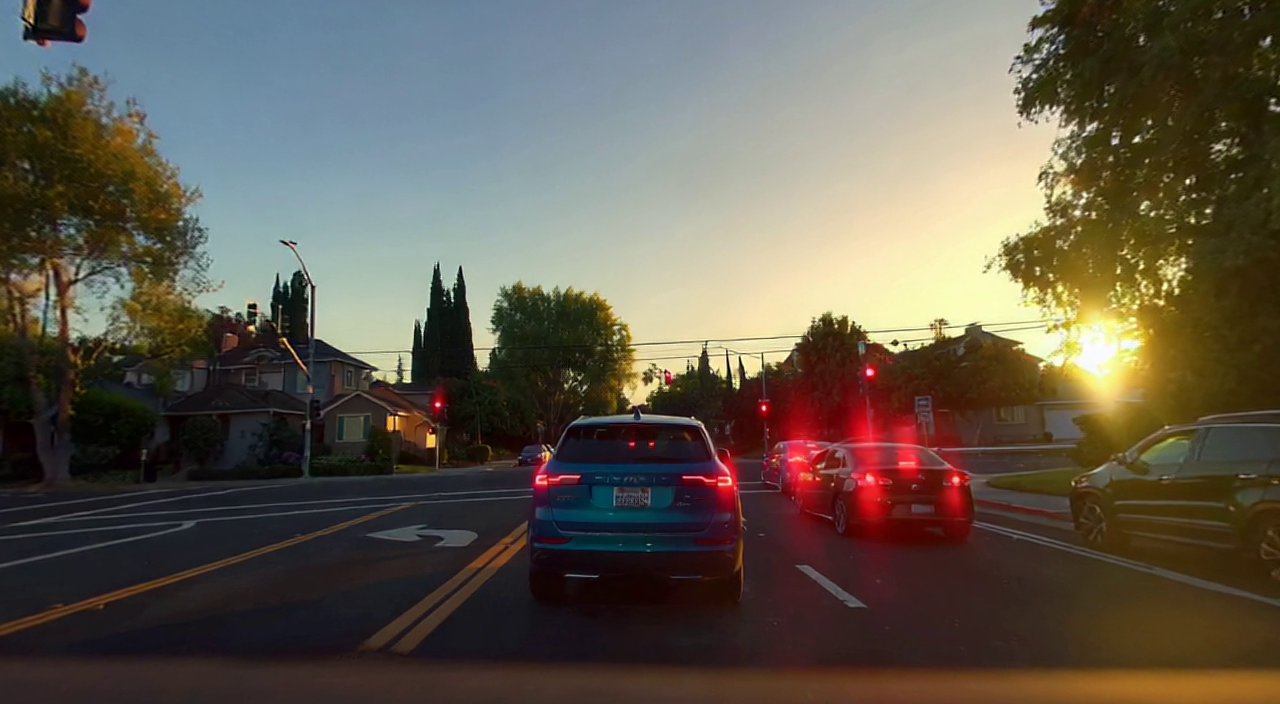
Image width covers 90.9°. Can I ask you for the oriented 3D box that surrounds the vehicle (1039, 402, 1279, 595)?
[{"bbox_3d":[7.018,1.543,7.051,1.989,1.791,4.735,0,-8,0],"label":"vehicle"}]

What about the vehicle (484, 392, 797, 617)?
[{"bbox_3d":[0.031,1.456,6.944,2.322,1.667,4.367,0,-8,1],"label":"vehicle"}]

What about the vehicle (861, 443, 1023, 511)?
[{"bbox_3d":[7.280,3.010,15.815,1.860,1.436,4.479,0,-8,0],"label":"vehicle"}]
